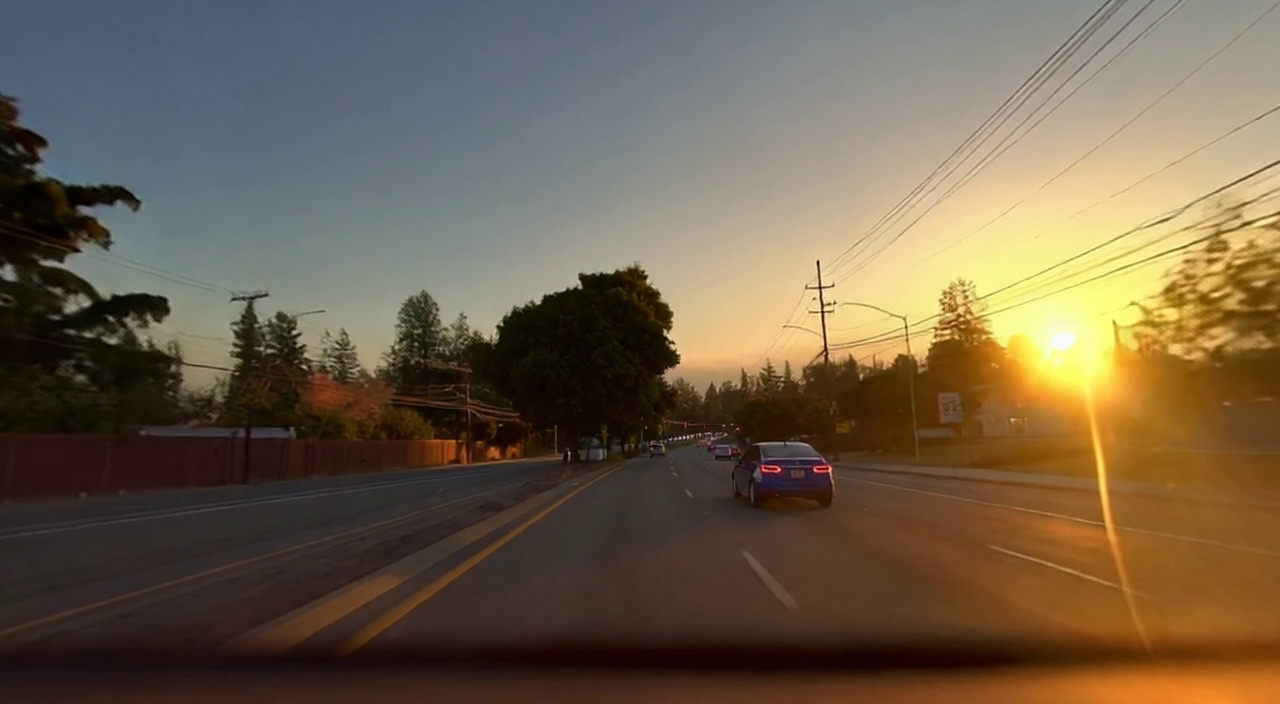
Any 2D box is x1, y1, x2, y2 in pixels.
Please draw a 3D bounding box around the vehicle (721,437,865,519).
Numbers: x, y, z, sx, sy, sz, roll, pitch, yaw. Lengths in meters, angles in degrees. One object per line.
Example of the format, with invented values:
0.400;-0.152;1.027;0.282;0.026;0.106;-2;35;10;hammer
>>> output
3.105;2.651;13.798;2.063;1.481;4.247;0;-9;0;vehicle
